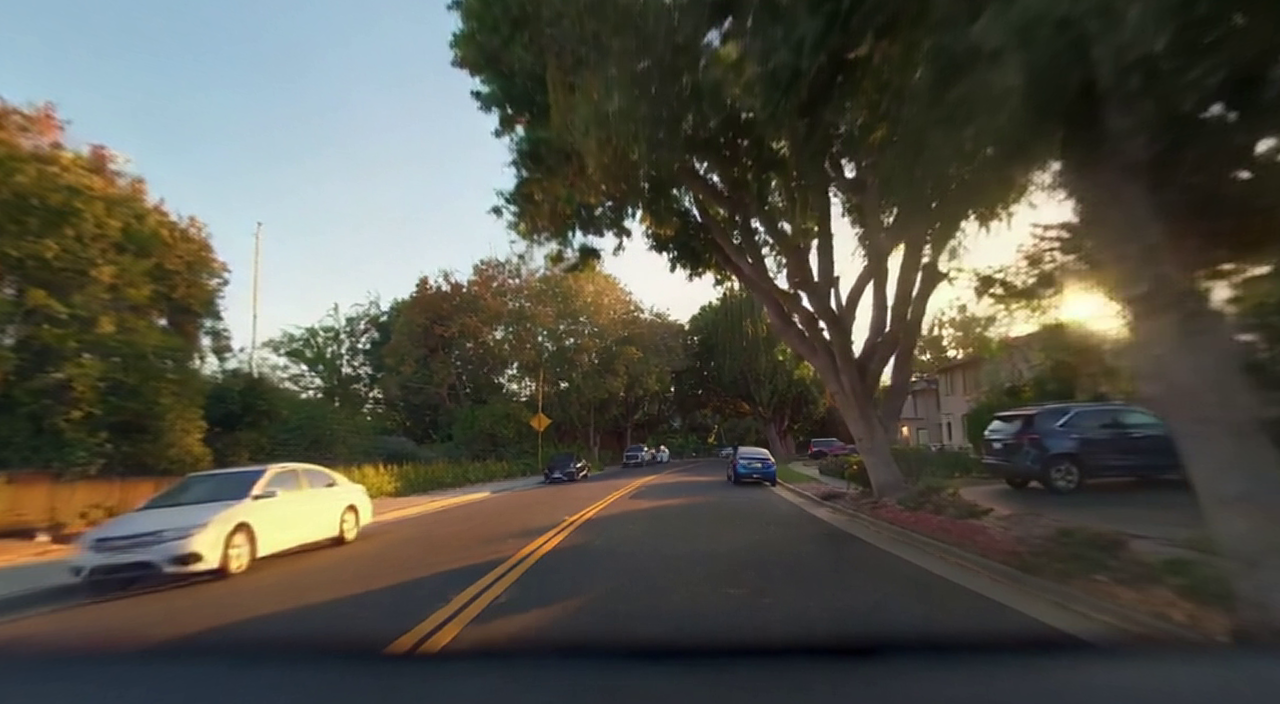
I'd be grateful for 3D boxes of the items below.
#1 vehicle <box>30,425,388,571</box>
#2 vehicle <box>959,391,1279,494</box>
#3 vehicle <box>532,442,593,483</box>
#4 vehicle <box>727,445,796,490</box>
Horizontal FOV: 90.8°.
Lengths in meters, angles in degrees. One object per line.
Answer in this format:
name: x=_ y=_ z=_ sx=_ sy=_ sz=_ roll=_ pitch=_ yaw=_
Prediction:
vehicle: x=-5.641 y=2.190 z=9.196 sx=1.972 sy=1.536 sz=4.347 roll=-3 pitch=-15 yaw=2
vehicle: x=9.725 y=1.880 z=13.127 sx=5.009 sy=1.906 sz=2.046 roll=-1 pitch=-8 yaw=7
vehicle: x=-3.661 y=5.432 z=30.660 sx=2.005 sy=1.557 sz=4.172 roll=-3 pitch=-15 yaw=6
vehicle: x=4.340 y=4.164 z=23.123 sx=1.972 sy=1.460 sz=4.137 roll=-1 pitch=-8 yaw=4
